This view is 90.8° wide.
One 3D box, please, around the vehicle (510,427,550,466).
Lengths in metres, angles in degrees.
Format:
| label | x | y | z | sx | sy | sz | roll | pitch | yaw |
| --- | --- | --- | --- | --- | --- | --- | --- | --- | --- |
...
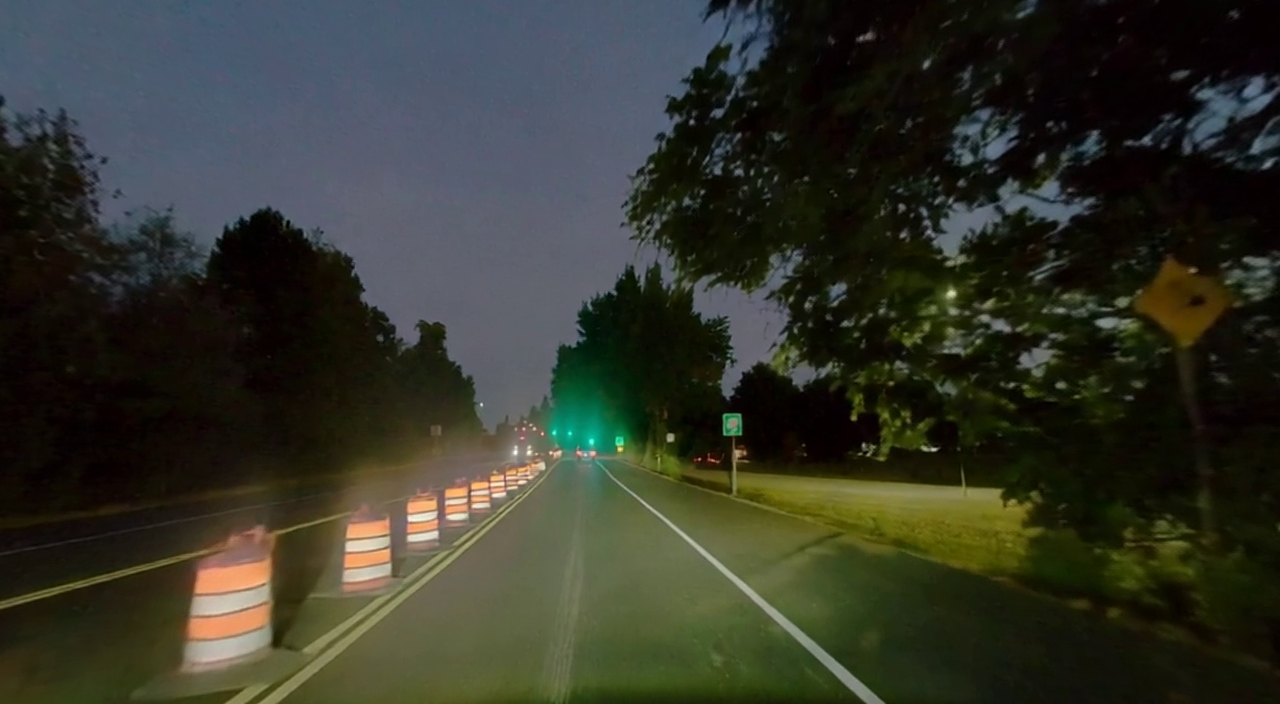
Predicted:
| label | x | y | z | sx | sy | sz | roll | pitch | yaw |
| --- | --- | --- | --- | --- | --- | --- | --- | --- | --- |
| vehicle | -7.656 | 6.603 | 44.311 | 2.380 | 2.488 | 4.028 | 2 | -8 | -6 |

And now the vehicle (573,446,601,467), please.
| label | x | y | z | sx | sy | sz | roll | pitch | yaw |
| --- | --- | --- | --- | --- | --- | --- | --- | --- | --- |
| vehicle | -4.032 | 7.912 | 48.031 | 2.013 | 1.481 | 4.356 | 1 | -8 | -5 |
